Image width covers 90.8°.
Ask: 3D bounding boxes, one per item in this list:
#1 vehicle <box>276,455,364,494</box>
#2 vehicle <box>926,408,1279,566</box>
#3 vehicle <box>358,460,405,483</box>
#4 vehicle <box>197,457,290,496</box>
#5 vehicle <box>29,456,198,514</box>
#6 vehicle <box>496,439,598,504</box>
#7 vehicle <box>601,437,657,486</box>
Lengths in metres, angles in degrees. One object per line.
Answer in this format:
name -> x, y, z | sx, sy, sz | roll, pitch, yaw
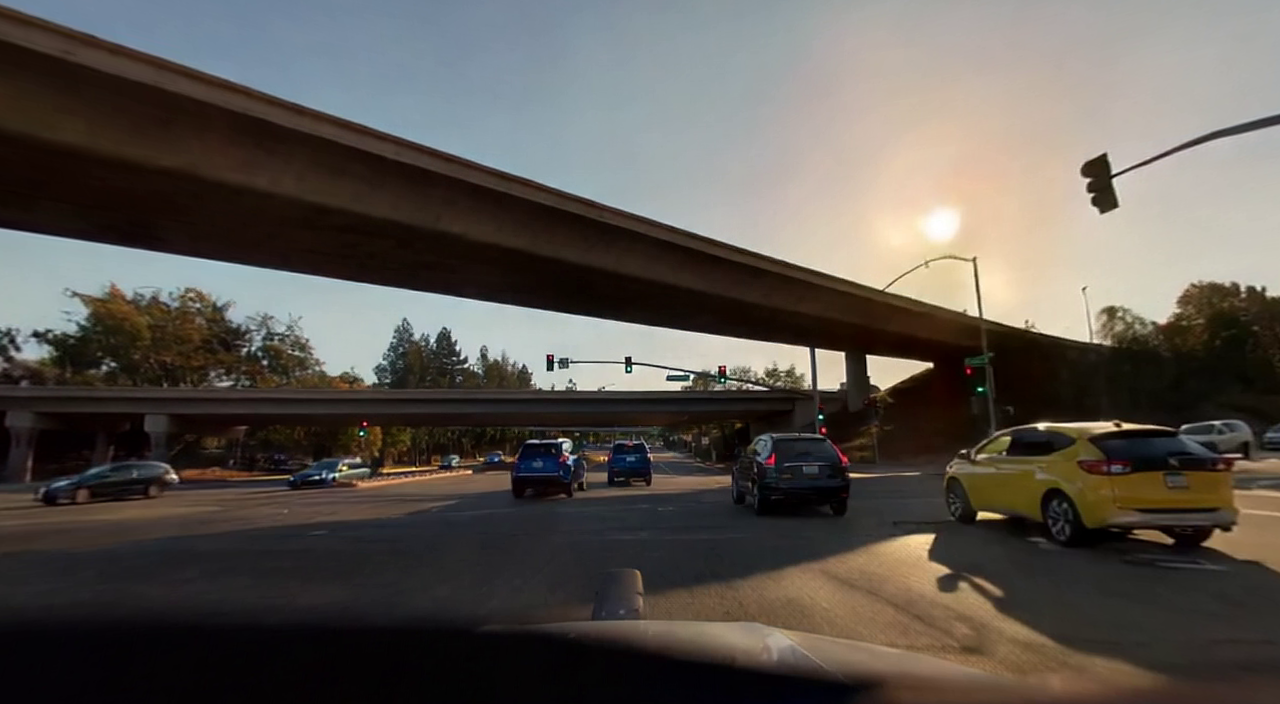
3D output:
vehicle -> -16.073, 6.159, 32.075 | 2.007, 1.730, 4.774 | 0, -8, 0
vehicle -> 6.337, 1.858, 9.436 | 2.074, 1.785, 4.320 | 0, -8, 0
vehicle -> -19.858, 9.200, 48.702 | 1.857, 1.534, 4.221 | 0, -8, -1
vehicle -> -23.357, 7.319, 37.523 | 2.039, 1.965, 5.291 | 0, -8, 0
vehicle -> -19.504, 4.900, 23.800 | 2.131, 1.816, 4.960 | 0, -8, -1
vehicle -> -2.720, 3.630, 19.716 | 2.060, 1.768, 4.681 | -1, -8, 6
vehicle -> -0.444, 4.978, 28.982 | 2.342, 2.026, 4.642 | 0, -8, 0
